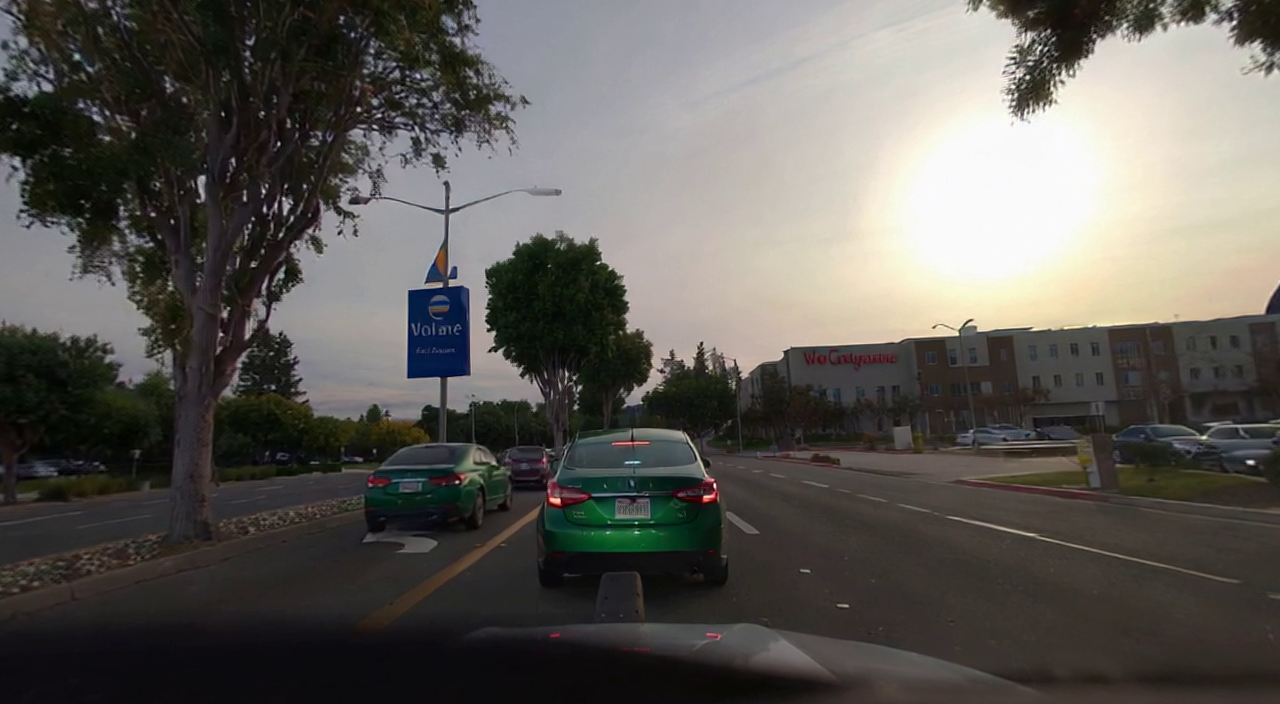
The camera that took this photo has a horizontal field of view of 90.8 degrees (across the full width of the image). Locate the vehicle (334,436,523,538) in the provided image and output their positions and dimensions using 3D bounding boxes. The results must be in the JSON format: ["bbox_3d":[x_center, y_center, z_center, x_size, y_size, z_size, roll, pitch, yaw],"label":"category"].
[{"bbox_3d":[-3.447,2.267,11.326,1.952,1.431,4.383,0,-8,-1],"label":"vehicle"}]

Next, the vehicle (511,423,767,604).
[{"bbox_3d":[-0.064,1.638,7.298,2.126,1.475,3.967,0,-8,-2],"label":"vehicle"}]
